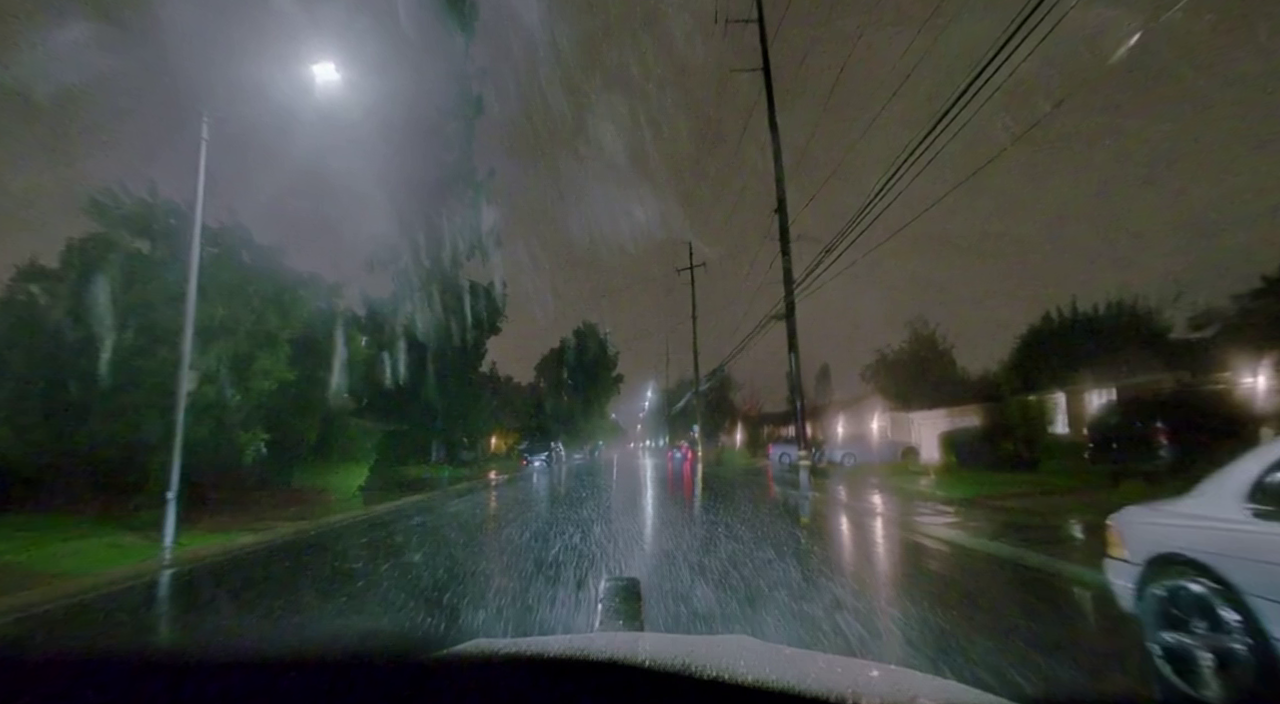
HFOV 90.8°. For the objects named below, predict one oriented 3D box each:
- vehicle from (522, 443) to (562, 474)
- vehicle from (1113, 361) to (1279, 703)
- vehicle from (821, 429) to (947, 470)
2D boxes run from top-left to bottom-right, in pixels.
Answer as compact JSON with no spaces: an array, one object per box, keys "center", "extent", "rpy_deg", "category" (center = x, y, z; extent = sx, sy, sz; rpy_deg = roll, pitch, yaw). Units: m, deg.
[{"center":[-6.336,6.878,41.183],"extent":[2.035,1.736,3.955],"rpy_deg":[-2,-7,-1],"category":"vehicle"},{"center":[3.523,0.640,1.021],"extent":[2.054,1.638,4.489],"rpy_deg":[0,-8,1],"category":"vehicle"},{"center":[10.923,4.407,28.608],"extent":[4.782,1.748,2.106],"rpy_deg":[0,-9,1],"category":"vehicle"}]
